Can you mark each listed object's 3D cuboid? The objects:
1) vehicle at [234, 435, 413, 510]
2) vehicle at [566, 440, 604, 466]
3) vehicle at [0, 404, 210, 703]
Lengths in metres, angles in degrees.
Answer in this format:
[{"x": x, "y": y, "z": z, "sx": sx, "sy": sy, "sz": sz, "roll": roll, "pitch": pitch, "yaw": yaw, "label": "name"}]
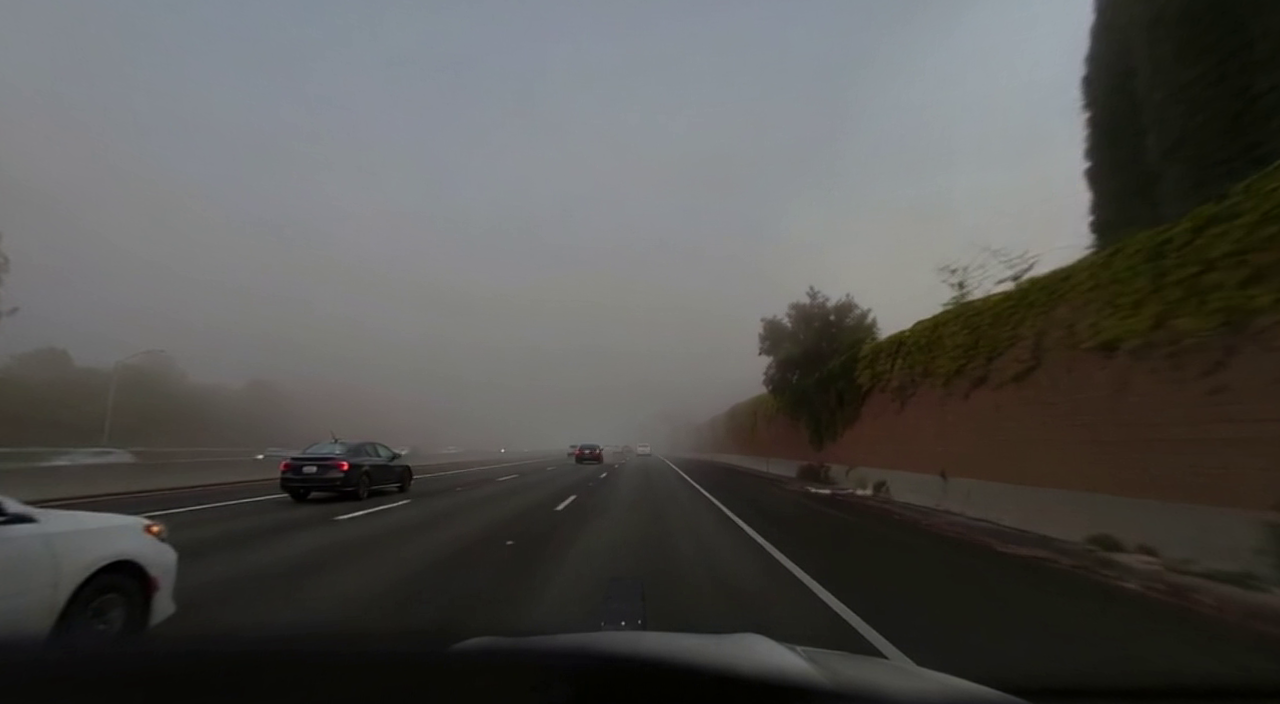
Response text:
[{"x": -7.142, "y": 2.726, "z": 14.777, "sx": 1.942, "sy": 1.502, "sz": 4.216, "roll": 0, "pitch": -8, "yaw": 1, "label": "vehicle"}, {"x": -3.585, "y": 6.633, "z": 41.532, "sx": 2.036, "sy": 1.636, "sz": 4.511, "roll": 0, "pitch": -8, "yaw": 1, "label": "vehicle"}, {"x": -3.753, "y": 0.807, "z": 1.547, "sx": 1.945, "sy": 1.484, "sz": 4.803, "roll": 0, "pitch": -8, "yaw": 1, "label": "vehicle"}]
